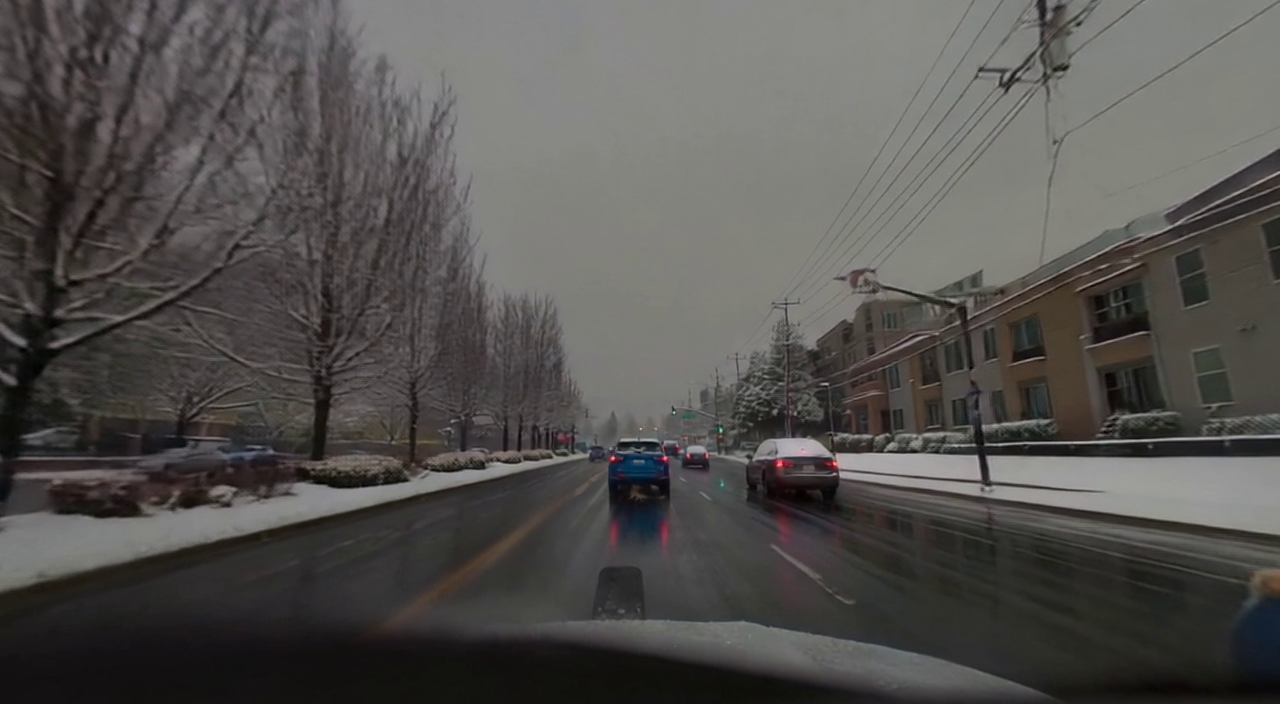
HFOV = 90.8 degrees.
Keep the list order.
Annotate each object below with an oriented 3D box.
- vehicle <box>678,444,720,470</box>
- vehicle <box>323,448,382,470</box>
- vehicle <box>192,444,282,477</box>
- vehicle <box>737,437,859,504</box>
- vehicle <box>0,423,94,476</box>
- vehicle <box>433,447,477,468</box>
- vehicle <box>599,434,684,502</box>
[{"bbox_3d":[3.542,6.455,38.841,2.054,1.461,4.321,0,-9,-1],"label":"vehicle"},{"bbox_3d":[-21.154,7.907,46.726,2.026,1.496,4.680,0,-9,2],"label":"vehicle"},{"bbox_3d":[-22.143,5.985,34.977,1.982,1.699,4.421,0,-9,1],"label":"vehicle"},{"bbox_3d":[3.979,3.089,16.826,2.086,1.534,4.351,0,-9,0],"label":"vehicle"},{"bbox_3d":[-49.203,7.607,49.235,9.566,3.955,3.128,1,-8,-7],"label":"vehicle"},{"bbox_3d":[-14.012,7.995,48.027,2.031,1.490,4.284,0,-9,0],"label":"vehicle"},{"bbox_3d":[0.003,3.130,17.326,2.073,1.606,3.933,0,-9,-1],"label":"vehicle"}]
